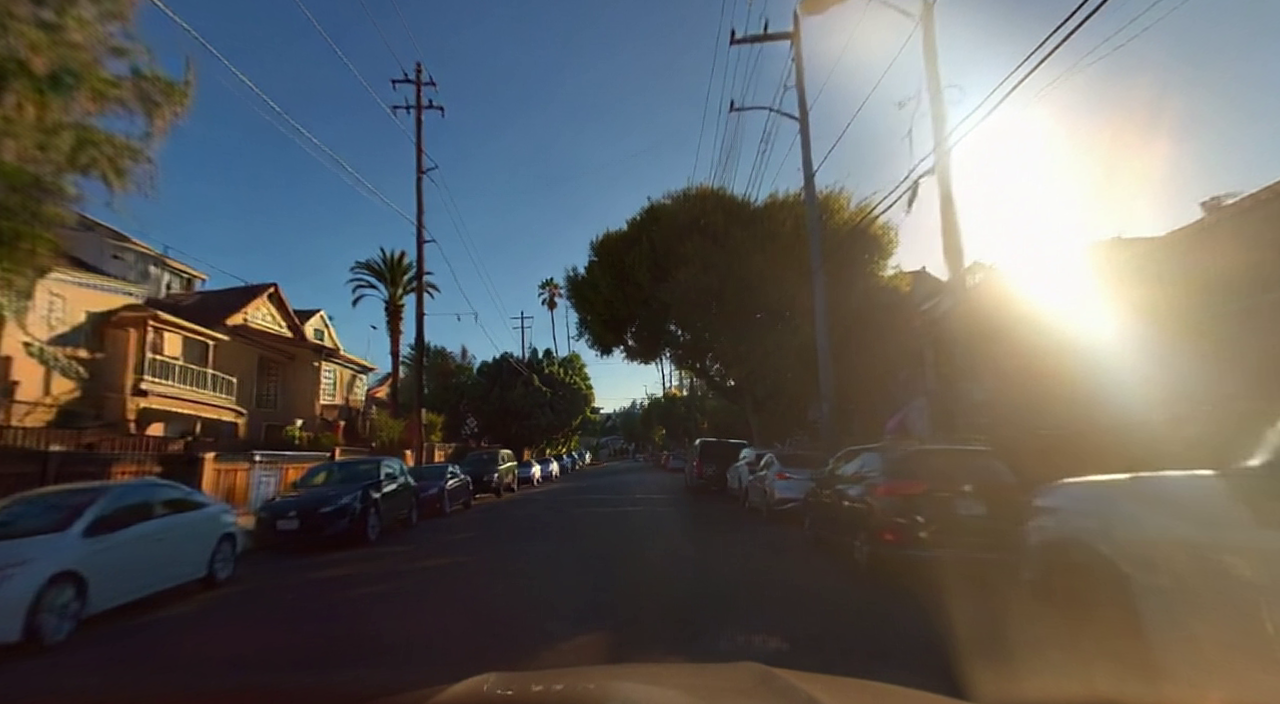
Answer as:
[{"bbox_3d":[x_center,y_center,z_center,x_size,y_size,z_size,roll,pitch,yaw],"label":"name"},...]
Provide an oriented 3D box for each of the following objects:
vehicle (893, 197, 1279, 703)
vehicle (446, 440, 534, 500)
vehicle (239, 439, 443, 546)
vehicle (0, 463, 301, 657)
[{"bbox_3d":[2.906,0.468,1.085,2.268,1.953,6.124,0,-8,-1],"label":"vehicle"},{"bbox_3d":[-6.156,4.880,26.773,2.281,2.248,5.873,0,-8,0],"label":"vehicle"},{"bbox_3d":[-6.330,2.976,14.197,2.349,1.952,4.848,0,-8,-2],"label":"vehicle"},{"bbox_3d":[-6.287,2.147,7.605,1.874,1.449,4.622,0,-8,-1],"label":"vehicle"}]
